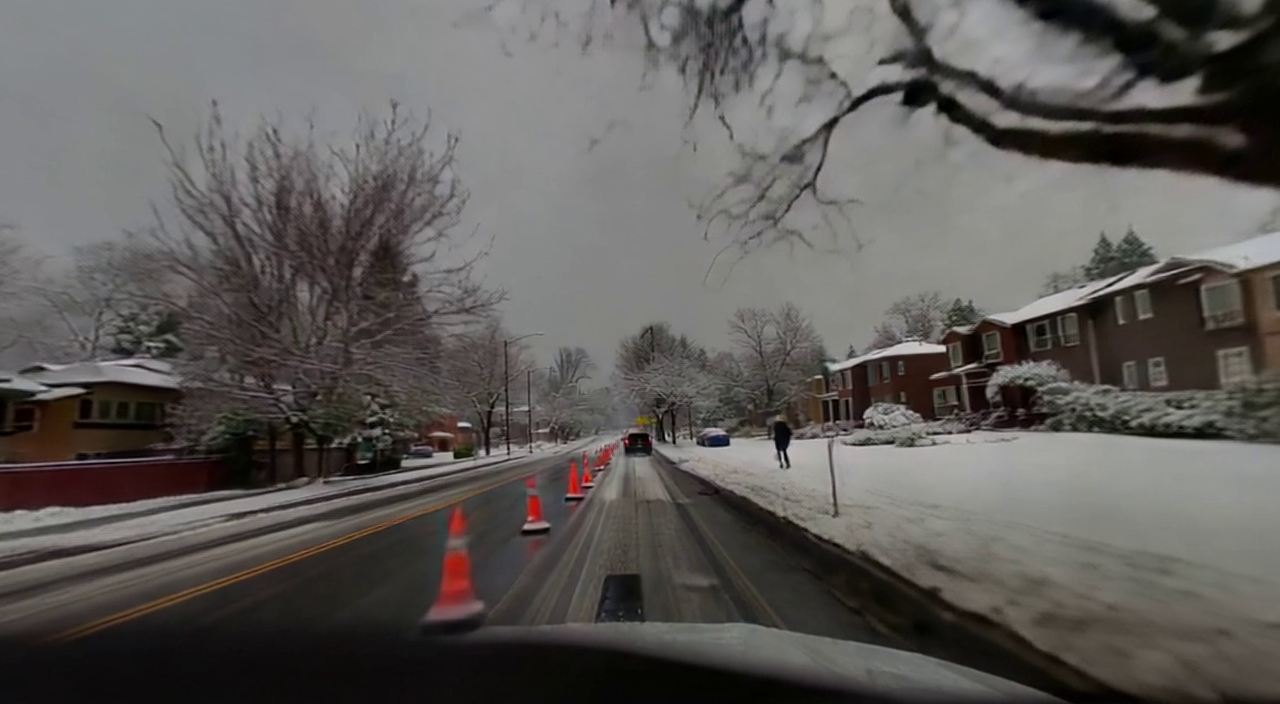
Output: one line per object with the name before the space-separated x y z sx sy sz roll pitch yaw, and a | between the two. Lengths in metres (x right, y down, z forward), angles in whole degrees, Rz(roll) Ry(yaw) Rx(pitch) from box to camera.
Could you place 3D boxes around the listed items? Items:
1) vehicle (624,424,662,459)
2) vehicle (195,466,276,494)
vehicle | 0.116 5.575 39.283 2.169 2.015 5.206 0 -8 -1
vehicle | -25.063 7.887 39.115 4.314 1.583 1.779 -3 -9 18
